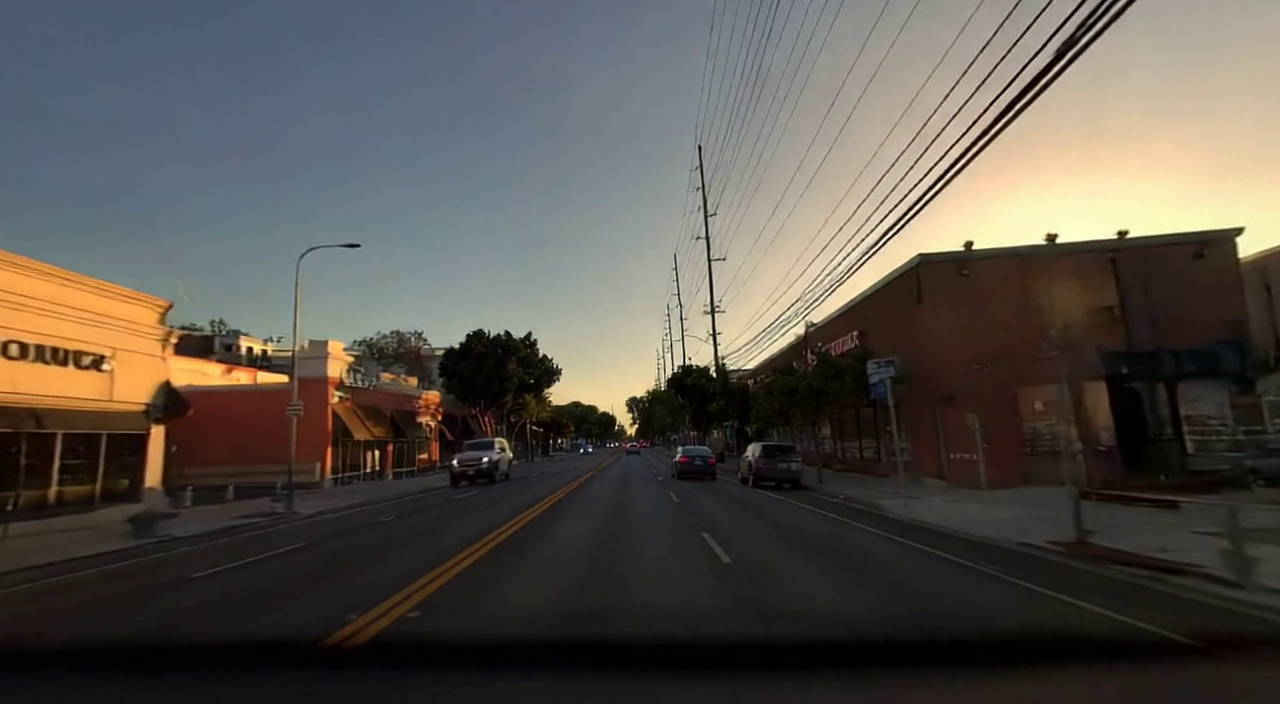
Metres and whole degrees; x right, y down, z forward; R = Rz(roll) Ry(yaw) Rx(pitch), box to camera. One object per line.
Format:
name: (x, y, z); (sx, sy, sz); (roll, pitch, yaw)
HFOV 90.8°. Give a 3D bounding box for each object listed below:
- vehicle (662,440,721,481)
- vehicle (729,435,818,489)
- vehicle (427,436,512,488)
vehicle: (1.968, 4.292, 25.223); (1.975, 1.497, 3.647); (0, -8, -1)
vehicle: (4.895, 4.129, 24.060); (2.143, 1.788, 5.388); (0, -8, -1)
vehicle: (-6.398, 4.162, 24.258); (2.037, 1.777, 4.407); (0, -8, 0)
